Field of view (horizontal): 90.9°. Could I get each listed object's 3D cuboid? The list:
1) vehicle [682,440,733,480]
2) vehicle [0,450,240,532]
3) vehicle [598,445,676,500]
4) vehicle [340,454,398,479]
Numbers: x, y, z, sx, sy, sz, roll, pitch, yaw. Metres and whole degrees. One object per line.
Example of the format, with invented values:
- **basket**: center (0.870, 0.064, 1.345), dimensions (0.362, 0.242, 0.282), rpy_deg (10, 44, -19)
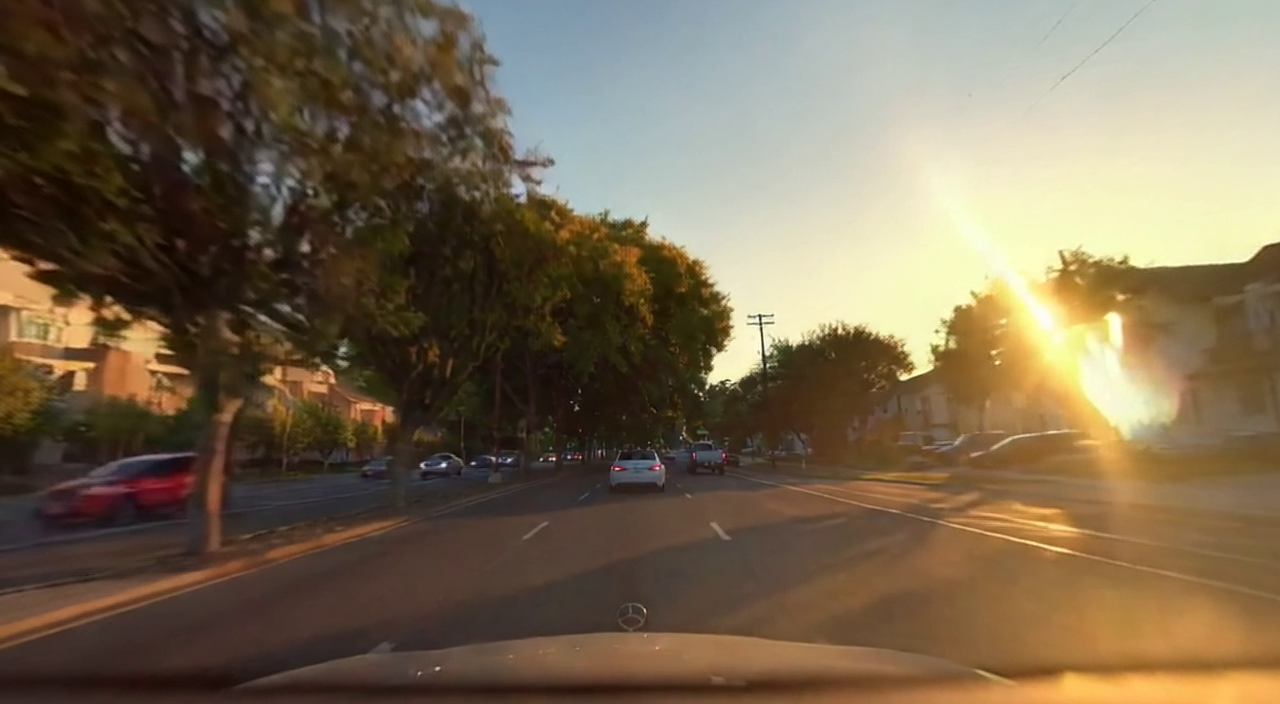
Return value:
- **vehicle**: center (3.327, 5.387, 31.779), dimensions (2.073, 1.822, 4.276), rpy_deg (0, -8, 0)
- **vehicle**: center (-11.553, 2.999, 14.261), dimensions (1.917, 1.488, 4.611), rpy_deg (-1, -8, 1)
- **vehicle**: center (-0.085, 3.627, 19.379), dimensions (2.140, 1.474, 4.026), rpy_deg (0, -8, 0)
- **vehicle**: center (-18.192, 7.687, 42.570), dimensions (1.928, 1.491, 4.316), rpy_deg (-1, -8, 1)
